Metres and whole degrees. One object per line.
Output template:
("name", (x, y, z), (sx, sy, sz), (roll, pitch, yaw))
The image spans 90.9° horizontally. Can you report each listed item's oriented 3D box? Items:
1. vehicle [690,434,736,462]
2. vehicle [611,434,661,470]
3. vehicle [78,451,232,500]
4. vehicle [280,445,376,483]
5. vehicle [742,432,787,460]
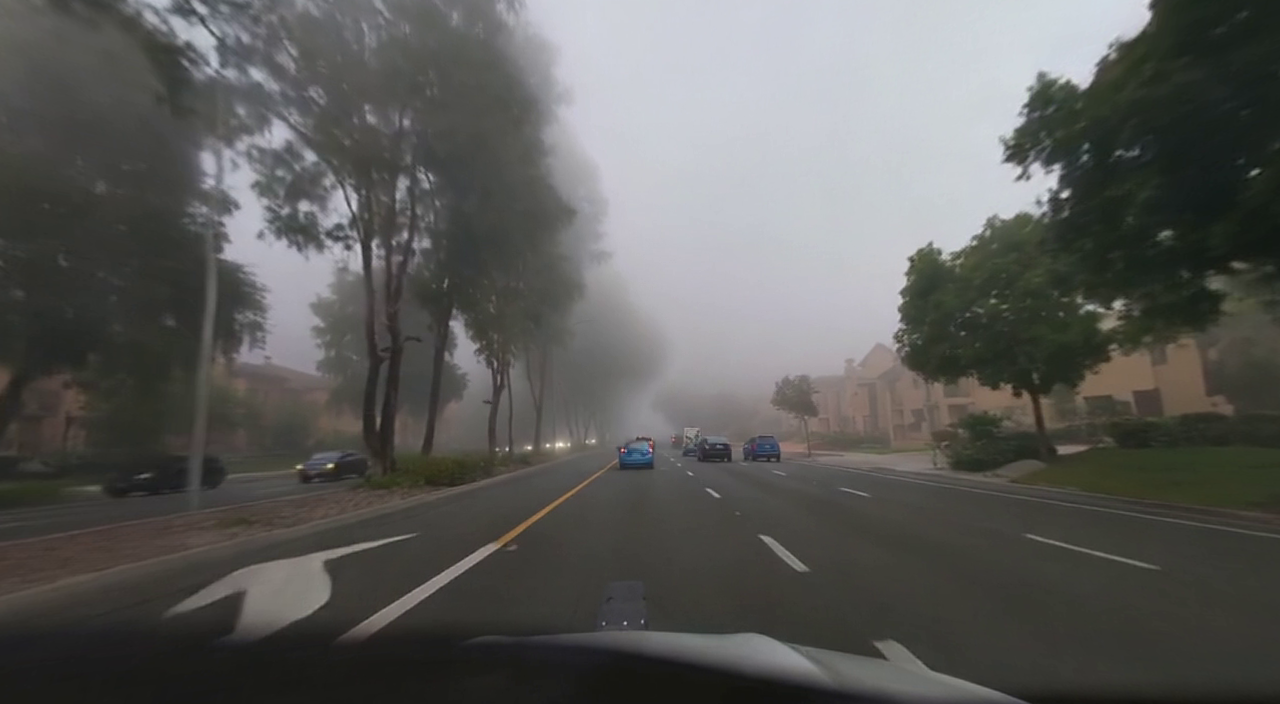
("vehicle", (4.112, 5.486, 36.119), (2.067, 1.514, 4.188), (0, -8, 0))
("vehicle", (-0.147, 4.519, 28.677), (2.102, 1.481, 3.907), (0, -8, 1))
("vehicle", (-17.184, 4.365, 22.690), (1.923, 1.469, 4.537), (0, -8, 1))
("vehicle", (-13.533, 4.865, 27.669), (1.834, 1.459, 4.406), (-1, -8, 2))
("vehicle", (7.916, 6.015, 40.387), (1.972, 1.700, 4.269), (0, -8, 0))
